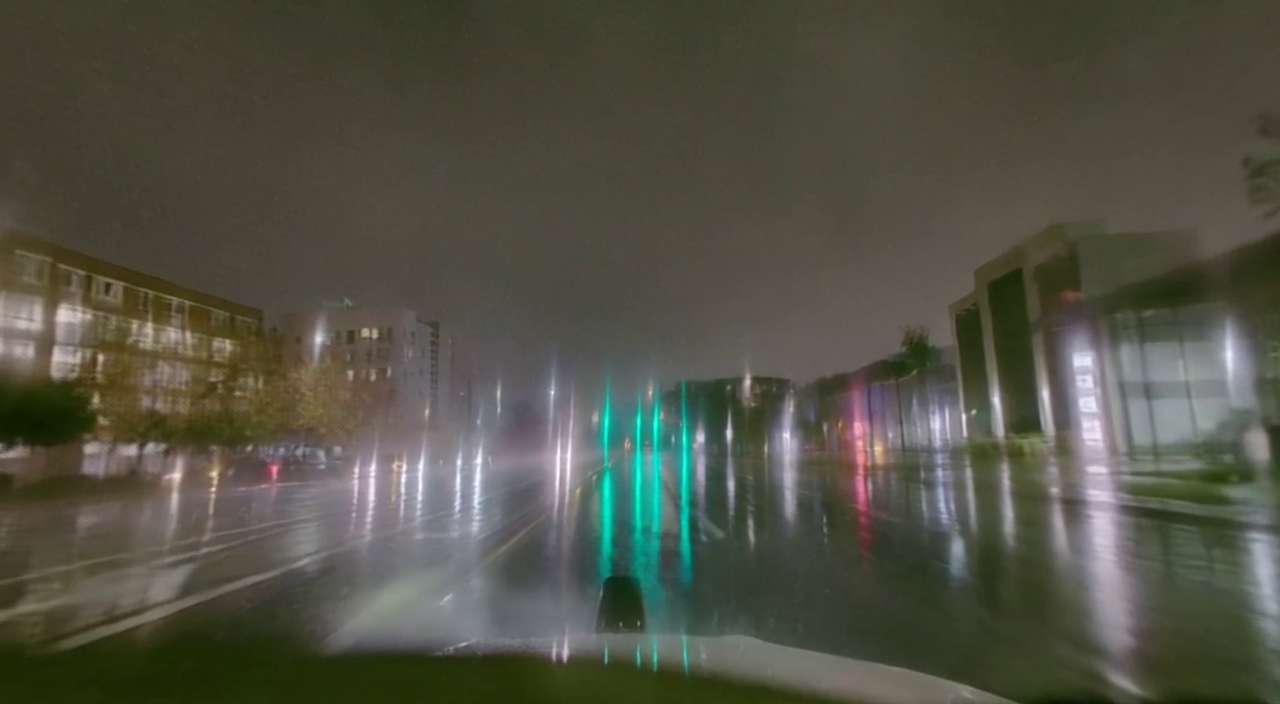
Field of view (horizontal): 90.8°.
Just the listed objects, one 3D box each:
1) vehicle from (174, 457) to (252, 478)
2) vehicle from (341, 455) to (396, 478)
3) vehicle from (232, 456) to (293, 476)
[{"bbox_3d":[-30.233,8.185,44.803,4.126,1.455,1.791,0,-9,-2],"label":"vehicle"},{"bbox_3d":[-19.786,8.340,46.242,1.856,1.479,4.554,0,-9,1],"label":"vehicle"},{"bbox_3d":[-29.526,8.934,49.454,3.637,1.430,1.636,-1,-9,-2],"label":"vehicle"}]
